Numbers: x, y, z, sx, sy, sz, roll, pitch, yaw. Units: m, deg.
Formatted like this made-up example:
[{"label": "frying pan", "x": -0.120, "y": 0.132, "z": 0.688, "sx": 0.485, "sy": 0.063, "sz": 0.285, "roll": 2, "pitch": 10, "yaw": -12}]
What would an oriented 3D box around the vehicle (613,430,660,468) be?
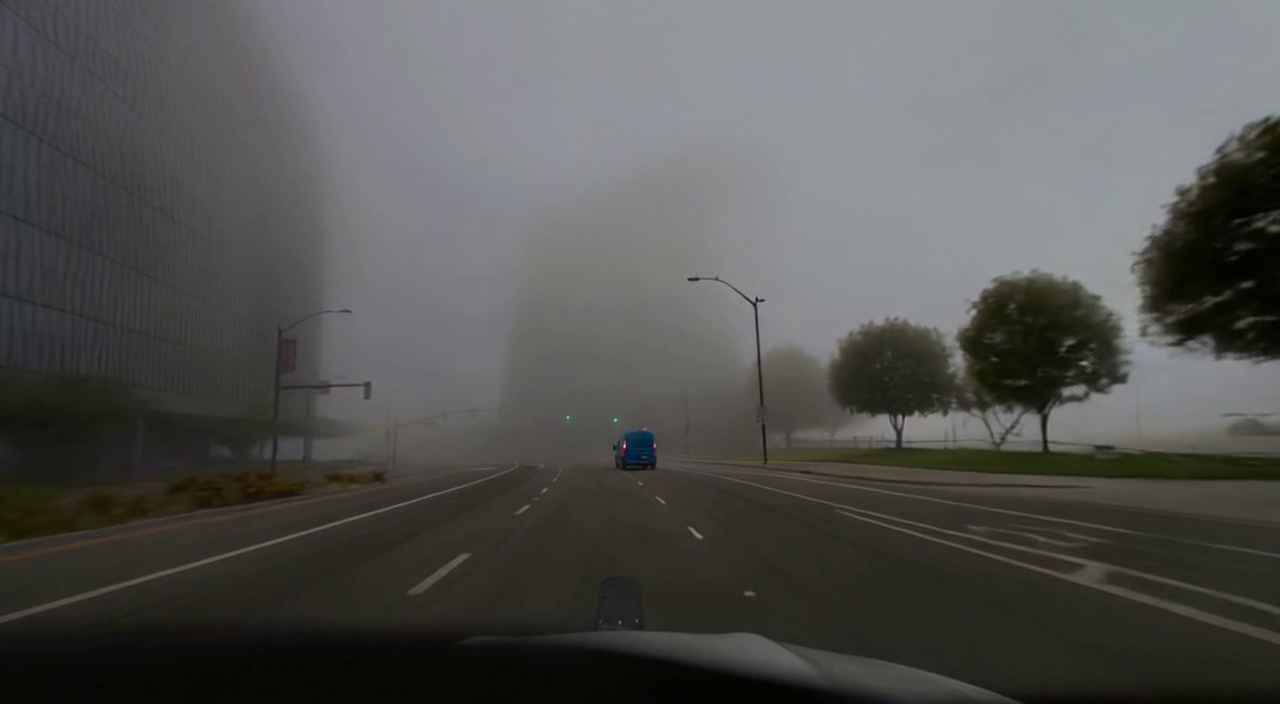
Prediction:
[{"label": "vehicle", "x": -0.285, "y": 6.298, "z": 40.974, "sx": 2.339, "sy": 2.244, "sz": 4.817, "roll": 1, "pitch": -9, "yaw": -9}]
